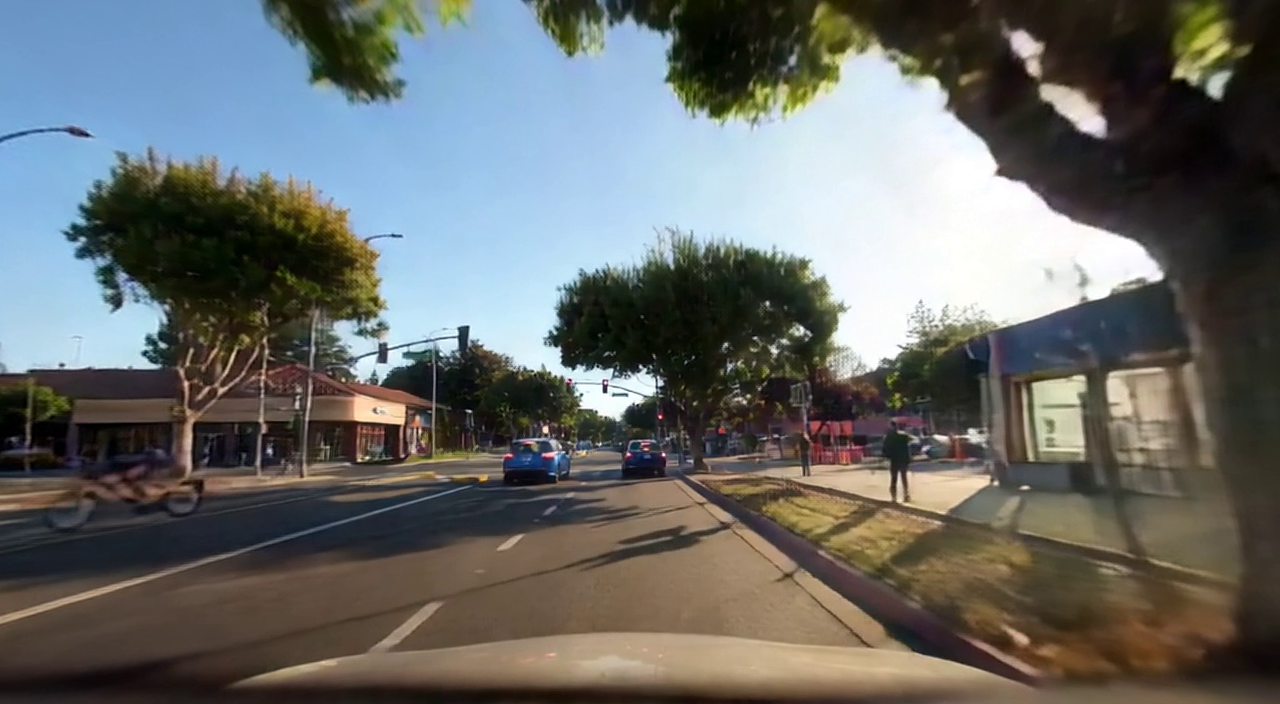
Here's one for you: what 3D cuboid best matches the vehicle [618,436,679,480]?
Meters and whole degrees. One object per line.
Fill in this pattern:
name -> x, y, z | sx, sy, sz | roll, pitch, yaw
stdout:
vehicle -> 0.284, 3.884, 23.374 | 2.059, 1.456, 4.047 | 0, -8, 0

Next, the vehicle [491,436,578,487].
vehicle -> -3.276, 3.500, 20.556 | 2.032, 1.467, 4.411 | 0, -8, 1
